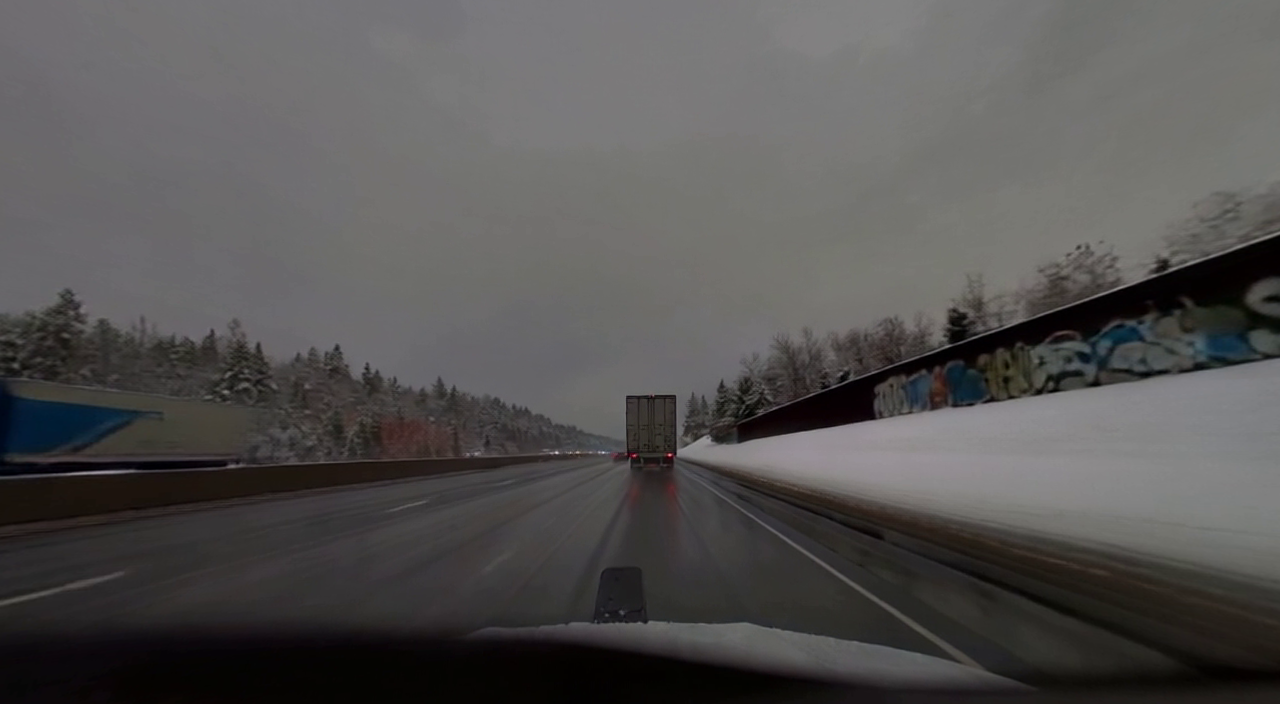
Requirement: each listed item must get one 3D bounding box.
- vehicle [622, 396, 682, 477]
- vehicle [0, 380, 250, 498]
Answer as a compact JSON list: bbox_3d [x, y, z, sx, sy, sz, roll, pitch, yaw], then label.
[{"bbox_3d":[0.612,5.118,37.295,2.997,4.069,10.871,0,-9,0],"label":"vehicle"},{"bbox_3d":[-24.057,3.949,27.865,2.997,4.110,16.358,0,-9,1],"label":"vehicle"}]
